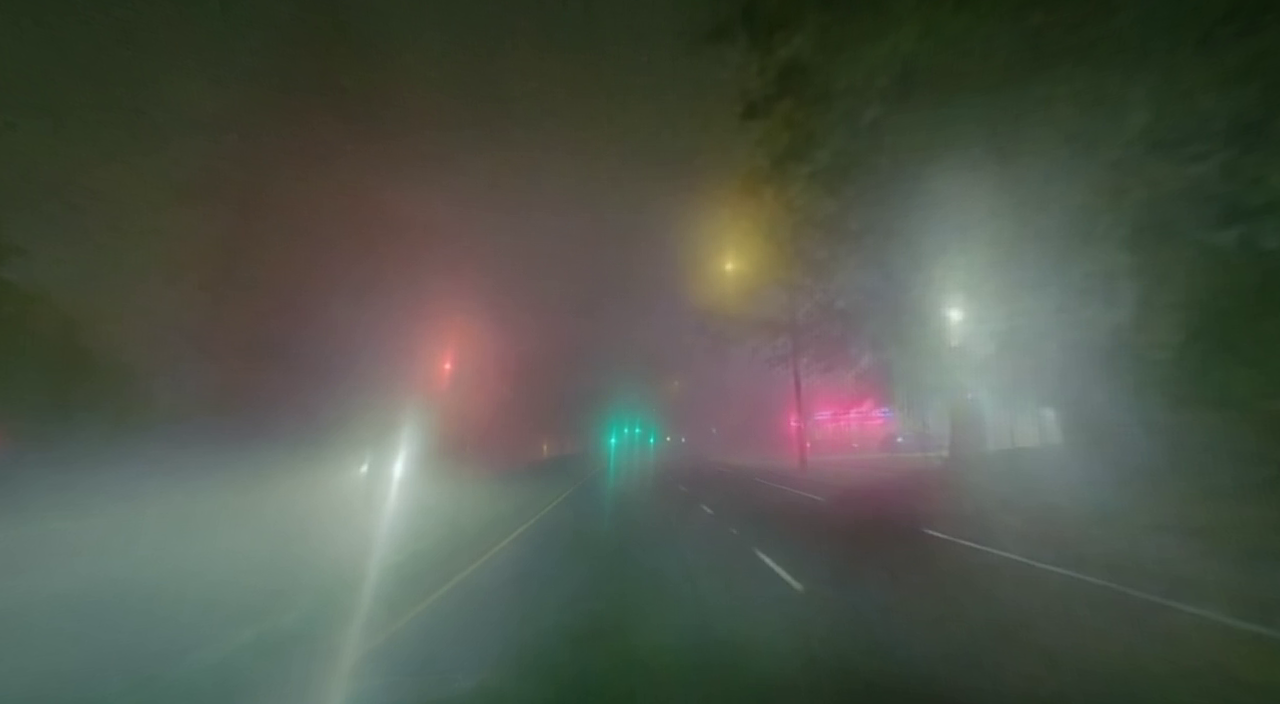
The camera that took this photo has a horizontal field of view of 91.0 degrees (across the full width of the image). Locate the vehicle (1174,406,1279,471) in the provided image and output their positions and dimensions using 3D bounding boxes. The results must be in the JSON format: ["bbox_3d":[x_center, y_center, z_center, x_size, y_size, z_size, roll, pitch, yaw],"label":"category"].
[{"bbox_3d":[16.246,2.146,15.534,4.241,1.472,2.066,0,-9,-3],"label":"vehicle"}]

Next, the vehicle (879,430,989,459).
[{"bbox_3d":[16.368,5.189,35.246,5.124,1.541,2.070,0,-10,-1],"label":"vehicle"}]

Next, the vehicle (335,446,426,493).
[{"bbox_3d":[-10.986,4.956,27.056,2.031,1.674,4.573,-4,-8,-1],"label":"vehicle"}]
